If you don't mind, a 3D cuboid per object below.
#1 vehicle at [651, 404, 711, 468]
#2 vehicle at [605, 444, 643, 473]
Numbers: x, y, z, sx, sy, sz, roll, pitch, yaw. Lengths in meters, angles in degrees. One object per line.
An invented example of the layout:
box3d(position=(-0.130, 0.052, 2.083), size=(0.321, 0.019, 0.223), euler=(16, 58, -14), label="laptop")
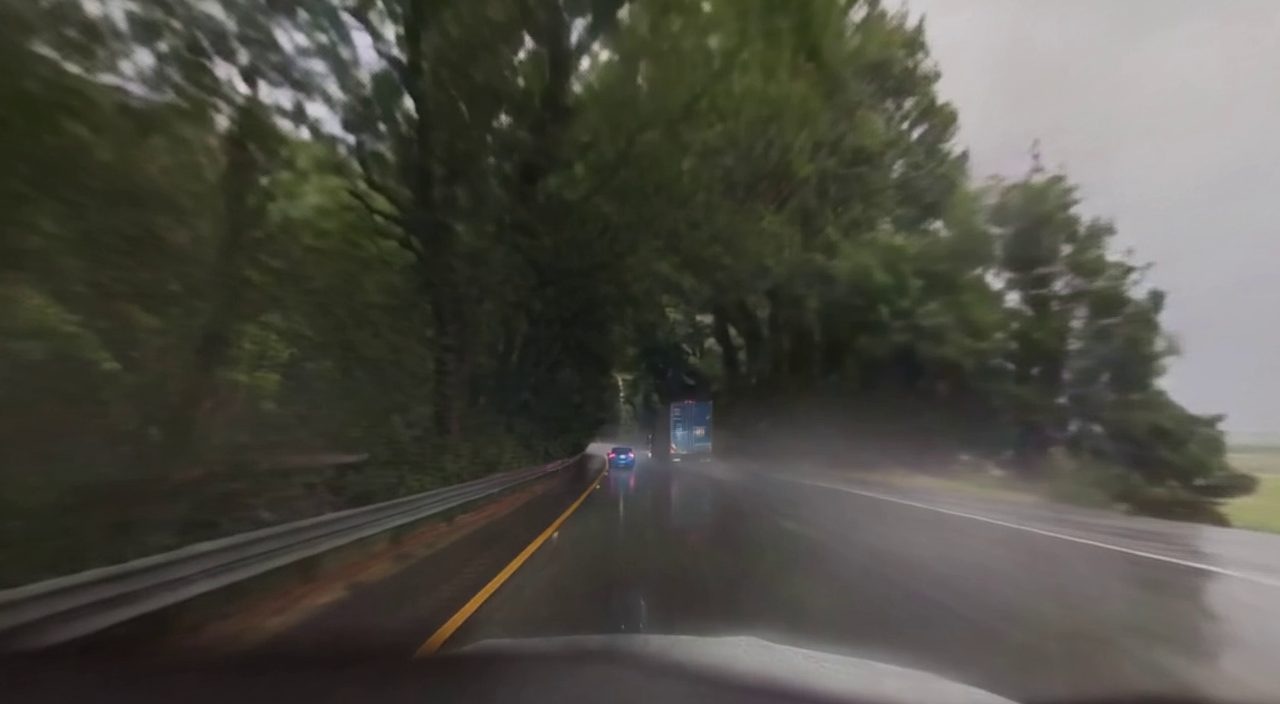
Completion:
box3d(position=(2.719, 6.360, 46.772), size=(2.951, 4.012, 14.203), euler=(0, -9, -2), label="vehicle")
box3d(position=(-0.867, 5.663, 33.631), size=(1.913, 1.460, 3.610), euler=(0, -9, -2), label="vehicle")
